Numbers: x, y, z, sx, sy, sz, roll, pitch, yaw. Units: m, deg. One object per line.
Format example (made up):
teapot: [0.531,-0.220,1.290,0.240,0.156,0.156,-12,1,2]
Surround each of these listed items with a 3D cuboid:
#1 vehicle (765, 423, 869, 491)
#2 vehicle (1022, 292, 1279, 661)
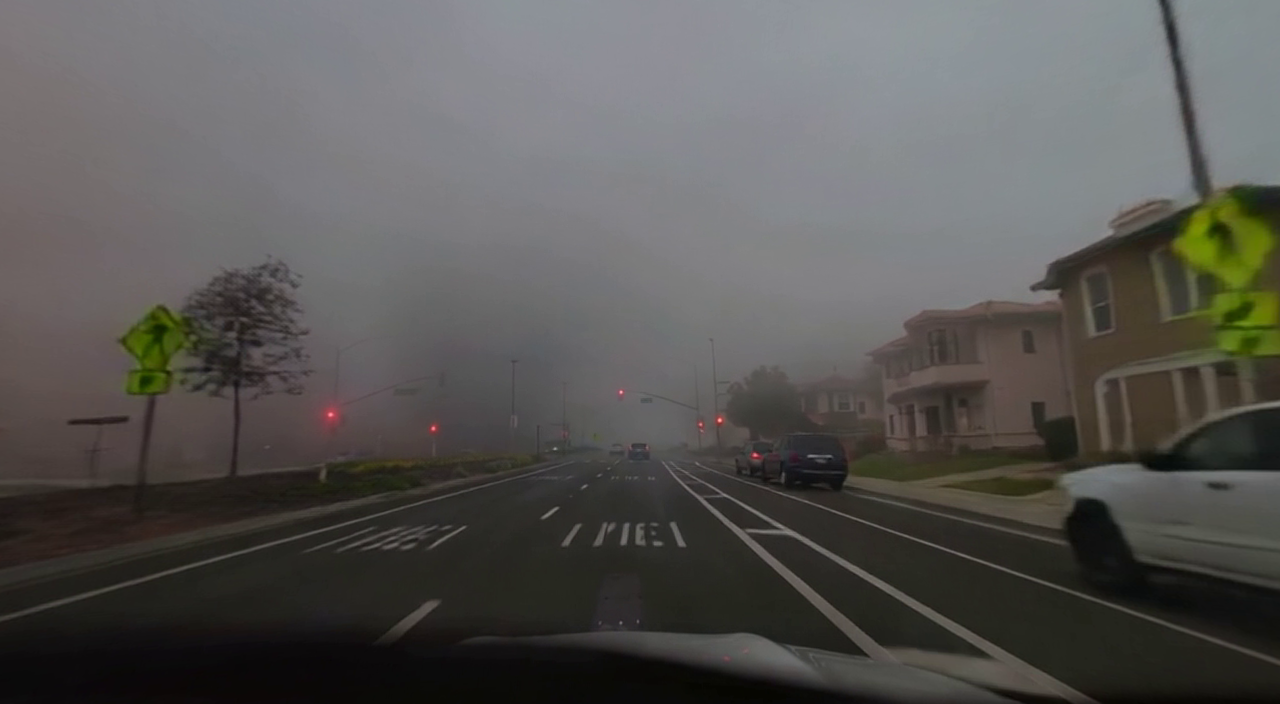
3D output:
vehicle: [5.611,3.384,20.723,2.008,1.930,4.919,0,-8,1]
vehicle: [5.506,0.767,3.750,2.324,2.468,6.422,1,-9,-1]
